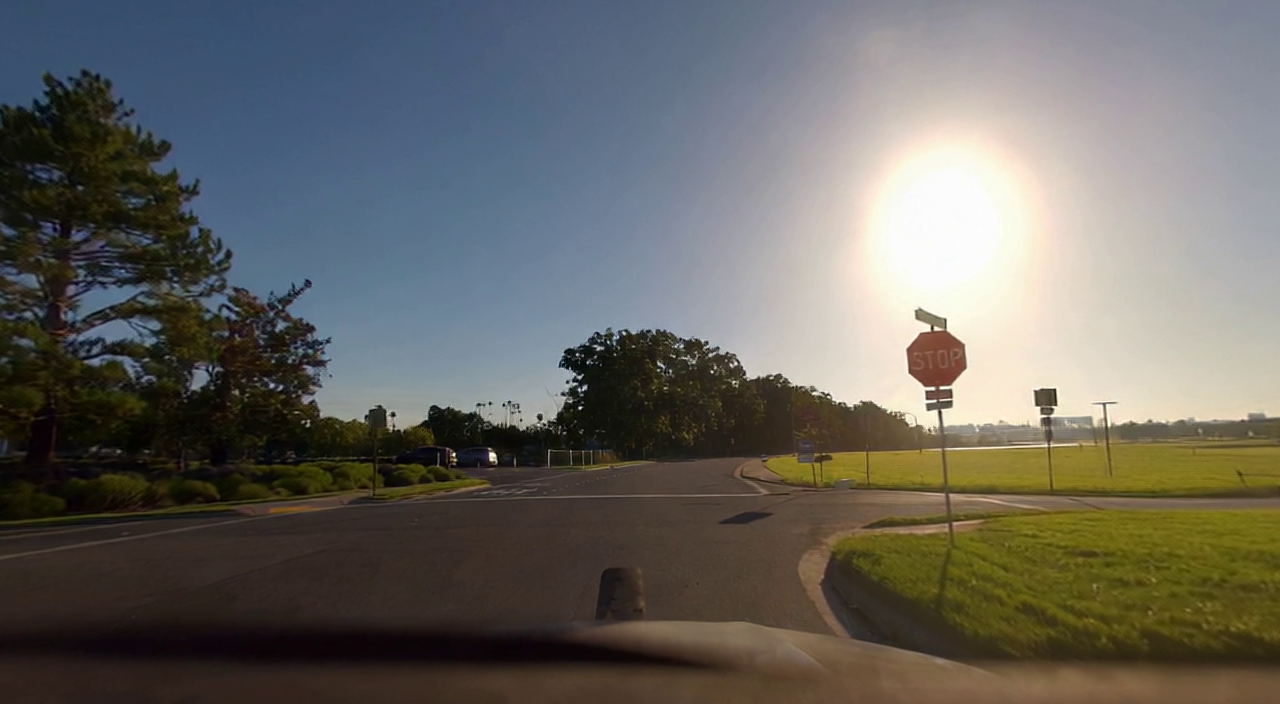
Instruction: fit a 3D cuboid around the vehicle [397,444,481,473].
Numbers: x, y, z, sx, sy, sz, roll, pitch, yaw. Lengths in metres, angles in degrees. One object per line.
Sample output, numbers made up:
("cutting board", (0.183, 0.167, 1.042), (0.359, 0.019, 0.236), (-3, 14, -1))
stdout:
("vehicle", (-12.665, 6.725, 39.919), (4.590, 1.735, 1.973), (0, -9, 3))
